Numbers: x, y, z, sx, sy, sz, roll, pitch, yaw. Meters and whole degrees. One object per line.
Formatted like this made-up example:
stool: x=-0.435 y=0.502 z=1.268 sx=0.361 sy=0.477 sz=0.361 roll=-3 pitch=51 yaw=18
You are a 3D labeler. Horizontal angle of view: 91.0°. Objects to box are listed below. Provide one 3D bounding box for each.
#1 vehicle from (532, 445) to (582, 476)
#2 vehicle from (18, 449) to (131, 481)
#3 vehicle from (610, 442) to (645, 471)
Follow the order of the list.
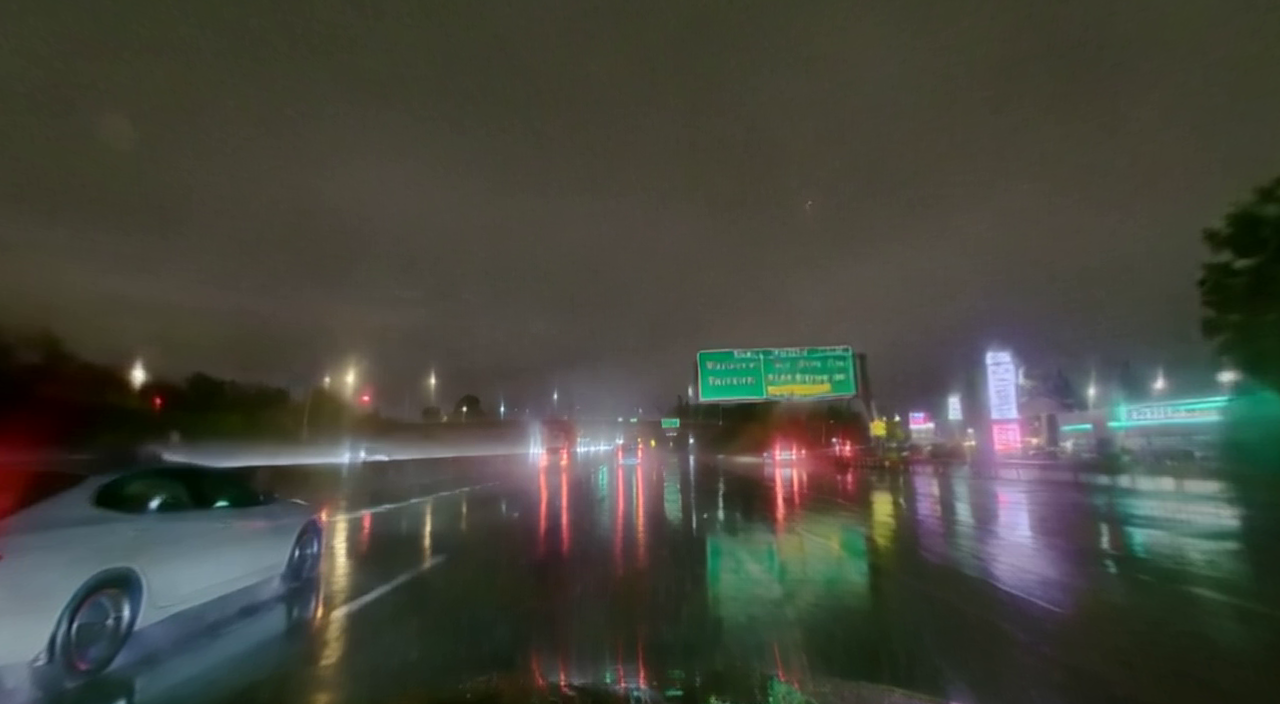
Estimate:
vehicle: x=-4.498 y=5.964 z=34.926 sx=2.071 sy=1.553 sz=4.388 roll=0 pitch=-9 yaw=1
vehicle: x=-29.844 y=5.949 z=33.453 sx=1.881 sy=1.532 sz=4.469 roll=0 pitch=-9 yaw=-1
vehicle: x=-0.763 y=6.661 z=40.308 sx=2.102 sy=1.692 sz=4.057 roll=0 pitch=-9 yaw=1
